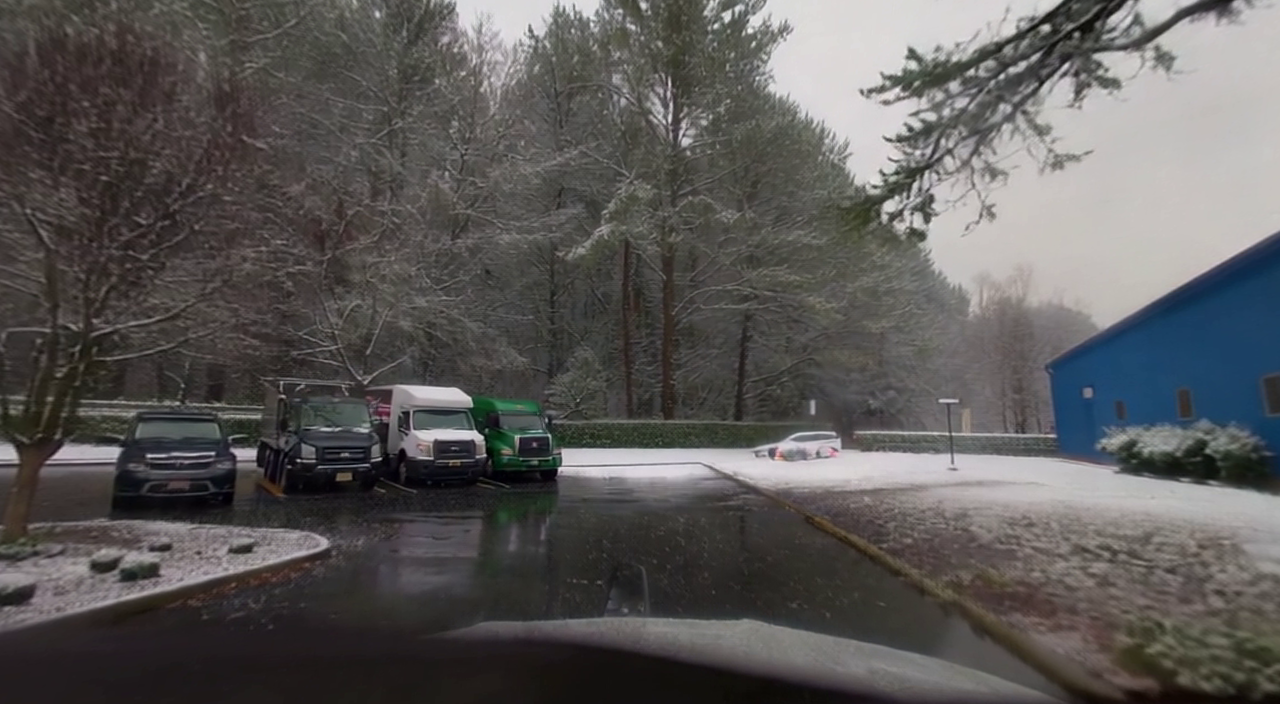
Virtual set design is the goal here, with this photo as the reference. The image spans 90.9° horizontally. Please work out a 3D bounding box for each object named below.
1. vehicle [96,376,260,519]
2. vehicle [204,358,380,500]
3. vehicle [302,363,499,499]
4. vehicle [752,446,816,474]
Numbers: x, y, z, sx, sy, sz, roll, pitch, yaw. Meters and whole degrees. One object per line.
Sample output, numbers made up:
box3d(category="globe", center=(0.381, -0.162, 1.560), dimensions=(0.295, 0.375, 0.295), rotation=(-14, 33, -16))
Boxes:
box3d(category="vehicle", center=(-12.811, 2.602, 17.153), dimensions=(2.674, 3.007, 7.819), rotation=(8, -12, -40))
box3d(category="vehicle", center=(-12.962, 2.932, 22.683), dimensions=(3.038, 3.871, 11.512), rotation=(7, -12, -40))
box3d(category="vehicle", center=(-9.757, 3.191, 24.331), dimensions=(2.948, 4.069, 11.906), rotation=(7, -12, -41))
box3d(category="vehicle", center=(8.083, 6.024, 35.310), dimensions=(3.473, 1.506, 1.809), rotation=(8, -12, -44))
